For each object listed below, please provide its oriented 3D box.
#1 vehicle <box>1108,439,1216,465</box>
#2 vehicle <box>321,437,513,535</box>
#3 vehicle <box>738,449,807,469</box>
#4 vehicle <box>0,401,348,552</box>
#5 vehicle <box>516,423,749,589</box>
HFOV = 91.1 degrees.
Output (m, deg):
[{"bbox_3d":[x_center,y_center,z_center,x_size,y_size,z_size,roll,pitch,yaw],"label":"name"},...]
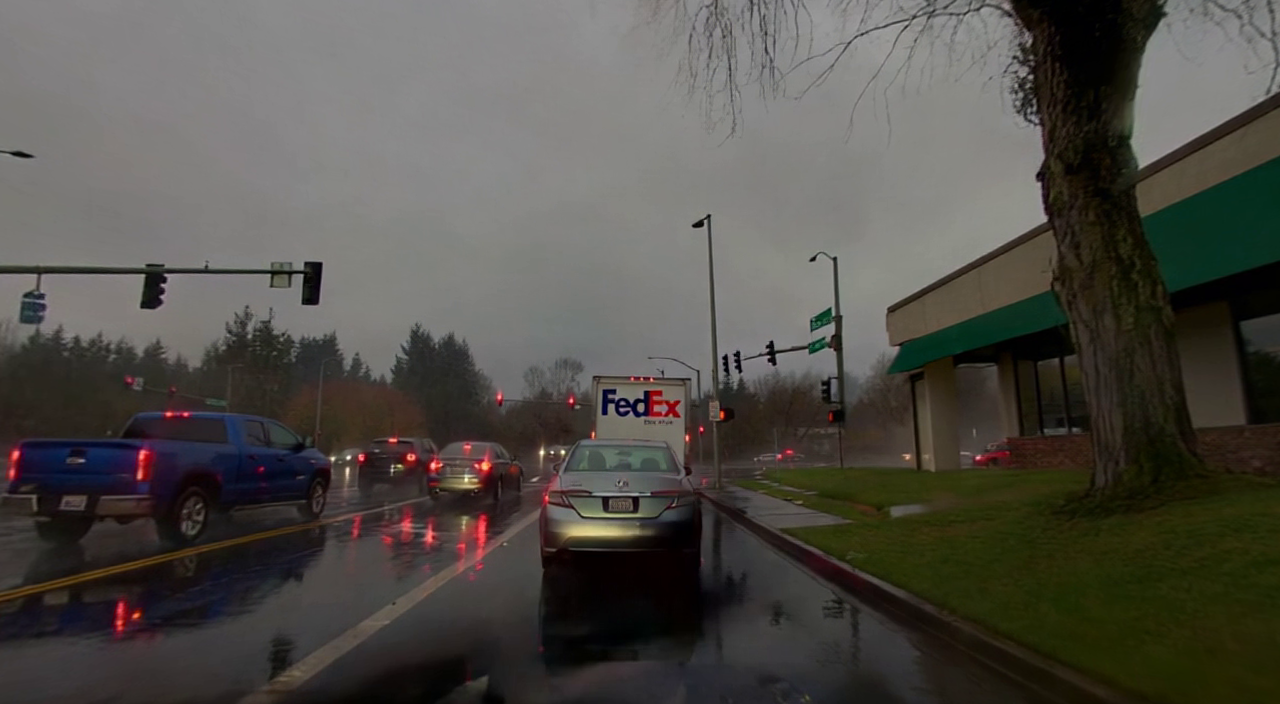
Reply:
[{"bbox_3d":[31.138,5.970,37.515,4.794,1.481,1.968,1,-9,-3],"label":"vehicle"},{"bbox_3d":[-3.892,2.396,11.918,1.949,1.487,4.390,0,-9,1],"label":"vehicle"},{"bbox_3d":[10.213,8.287,48.642,4.841,1.494,1.829,1,-9,-5],"label":"vehicle"},{"bbox_3d":[-7.304,1.980,10.720,2.125,1.893,5.498,0,-9,-2],"label":"vehicle"},{"bbox_3d":[-0.074,1.745,7.985,2.145,1.513,4.269,0,-9,0],"label":"vehicle"}]
